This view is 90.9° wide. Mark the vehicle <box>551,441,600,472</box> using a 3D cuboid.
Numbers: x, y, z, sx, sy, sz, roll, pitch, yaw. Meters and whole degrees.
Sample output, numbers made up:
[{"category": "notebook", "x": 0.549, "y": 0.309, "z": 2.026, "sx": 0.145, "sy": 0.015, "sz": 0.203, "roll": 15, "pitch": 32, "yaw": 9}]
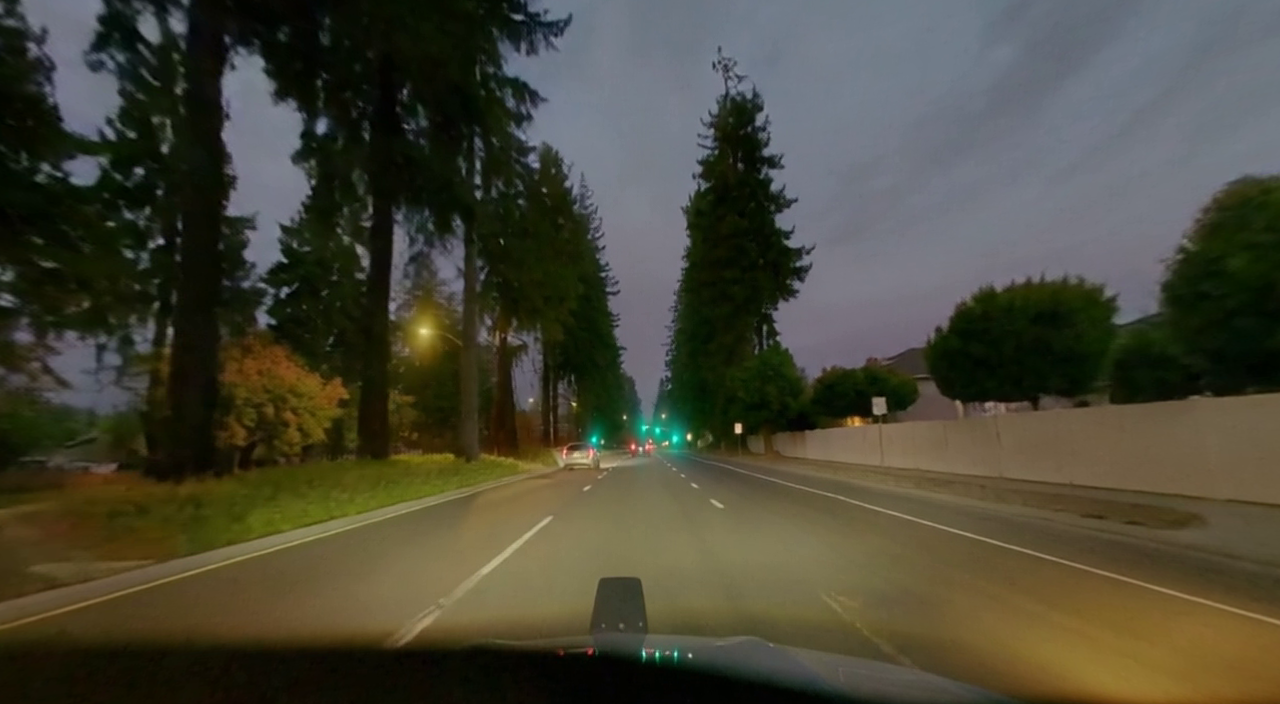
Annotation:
[{"category": "vehicle", "x": -3.282, "y": 5.418, "z": 32.862, "sx": 2.021, "sy": 1.466, "sz": 4.330, "roll": 0, "pitch": -9, "yaw": 1}]
